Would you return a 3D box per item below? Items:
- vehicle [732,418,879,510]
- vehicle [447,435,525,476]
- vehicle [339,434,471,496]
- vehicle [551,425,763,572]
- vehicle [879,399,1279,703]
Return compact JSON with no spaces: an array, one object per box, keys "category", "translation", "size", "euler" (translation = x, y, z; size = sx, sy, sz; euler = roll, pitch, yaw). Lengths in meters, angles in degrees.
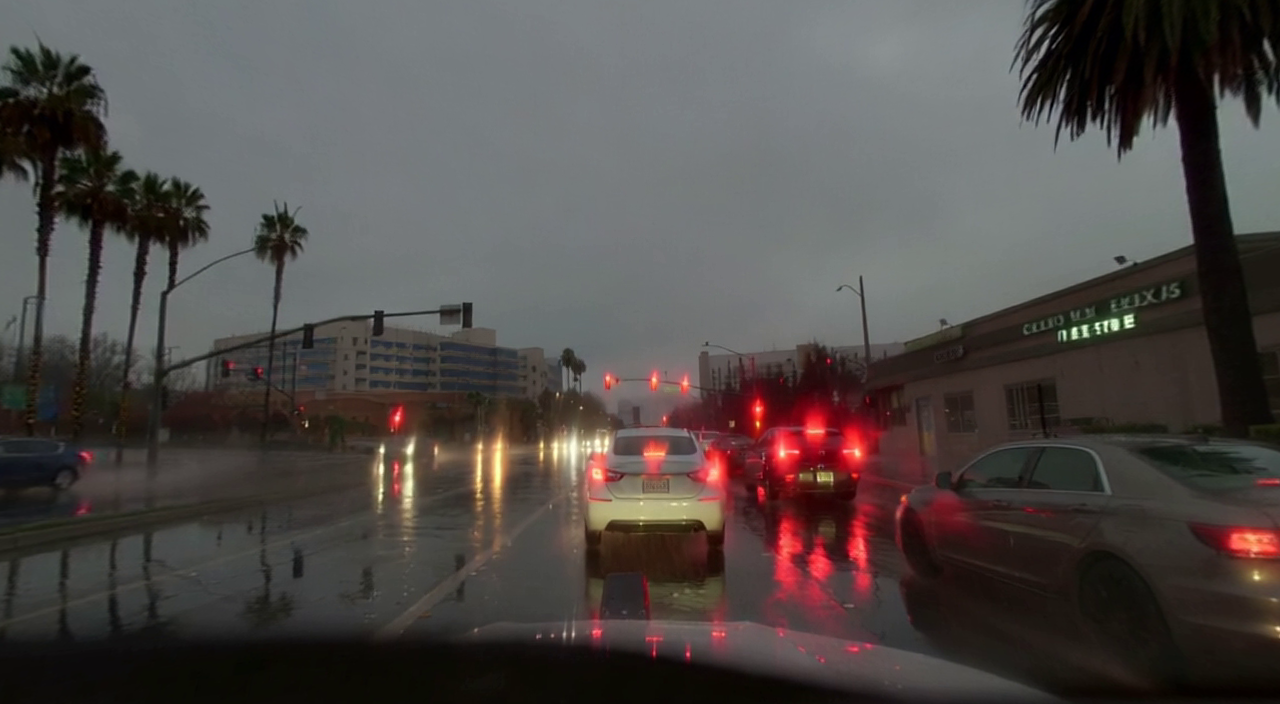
[{"category":"vehicle","translation":[3.505,2.467,14.305],"size":[2.169,1.751,4.276],"euler":[0,-8,0]},{"category":"vehicle","translation":[-6.034,4.098,25.225],"size":[1.822,1.456,4.396],"euler":[-1,-8,2]},{"category":"vehicle","translation":[-6.250,3.046,17.363],"size":[1.900,1.487,4.165],"euler":[0,-8,2]},{"category":"vehicle","translation":[0.183,1.788,8.463],"size":[2.140,1.474,4.026],"euler":[0,-8,0]},{"category":"vehicle","translation":[3.544,1.226,4.473],"size":[1.910,1.490,4.661],"euler":[0,-8,1]}]
